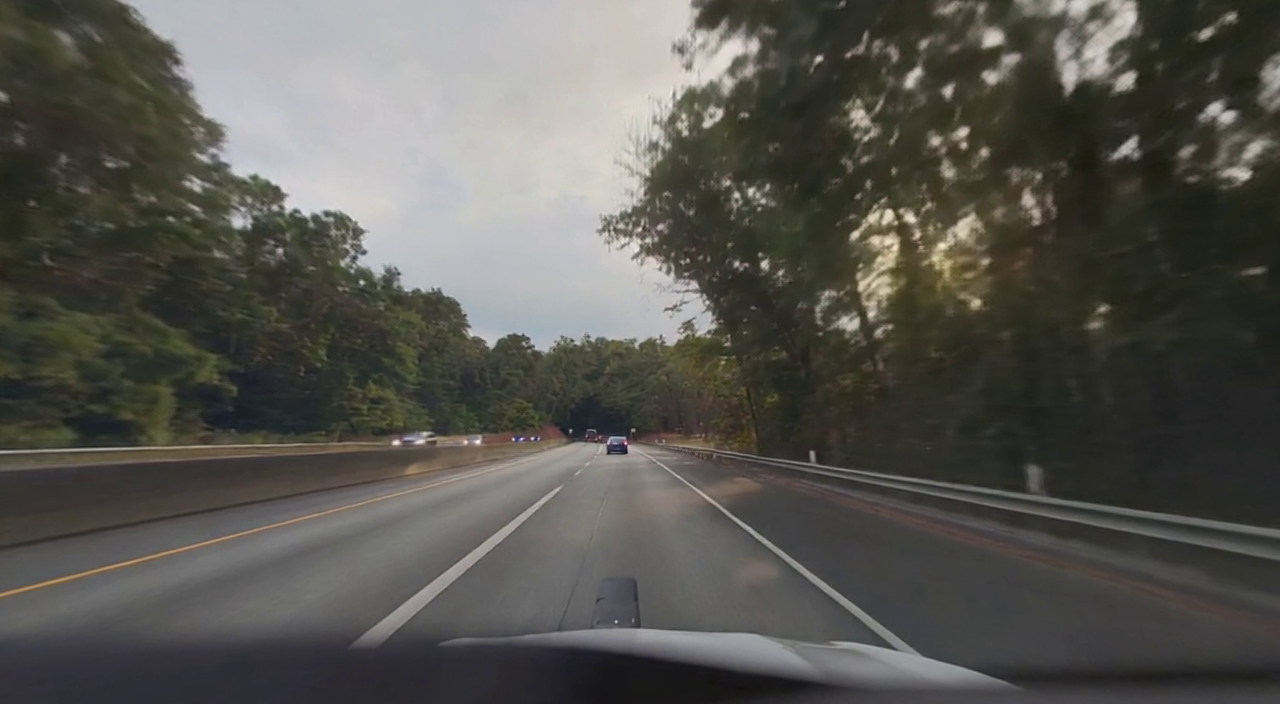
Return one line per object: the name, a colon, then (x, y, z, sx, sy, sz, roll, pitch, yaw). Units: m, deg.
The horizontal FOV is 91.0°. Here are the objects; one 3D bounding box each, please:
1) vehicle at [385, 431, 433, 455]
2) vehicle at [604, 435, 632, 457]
vehicle: (-15.978, 6.313, 43.752, 1.849, 1.585, 4.185, 0, -8, -1)
vehicle: (-1.676, 7.085, 47.543, 2.004, 1.515, 3.968, 0, -8, -3)
